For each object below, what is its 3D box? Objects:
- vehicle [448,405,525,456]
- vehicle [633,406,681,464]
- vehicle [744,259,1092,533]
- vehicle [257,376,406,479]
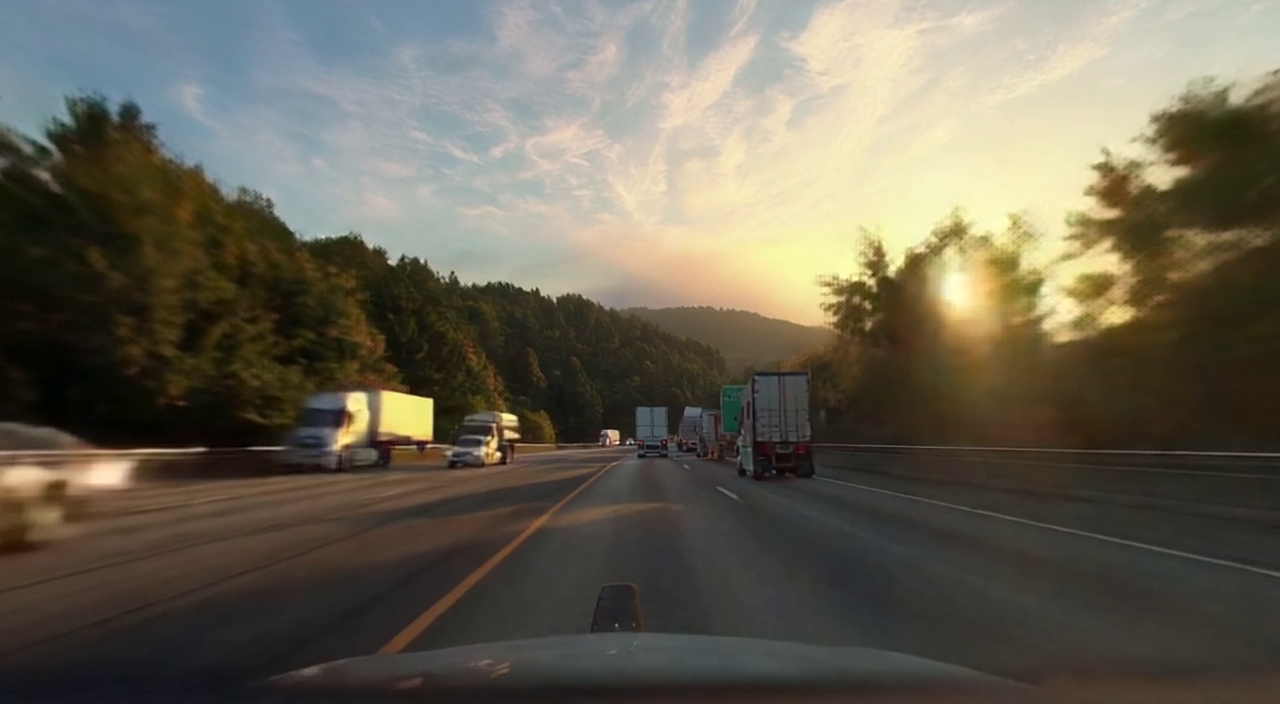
[{"bbox_3d":[-8.477,4.499,35.499,2.515,2.577,6.183,-1,-8,3],"label":"vehicle"},{"bbox_3d":[1.075,5.177,39.136,2.644,3.247,7.454,-1,-8,2],"label":"vehicle"},{"bbox_3d":[5.108,1.493,15.780,2.749,4.051,12.981,0,-8,0],"label":"vehicle"},{"bbox_3d":[-13.119,3.365,27.654,2.979,3.945,6.744,-1,-8,1],"label":"vehicle"}]
